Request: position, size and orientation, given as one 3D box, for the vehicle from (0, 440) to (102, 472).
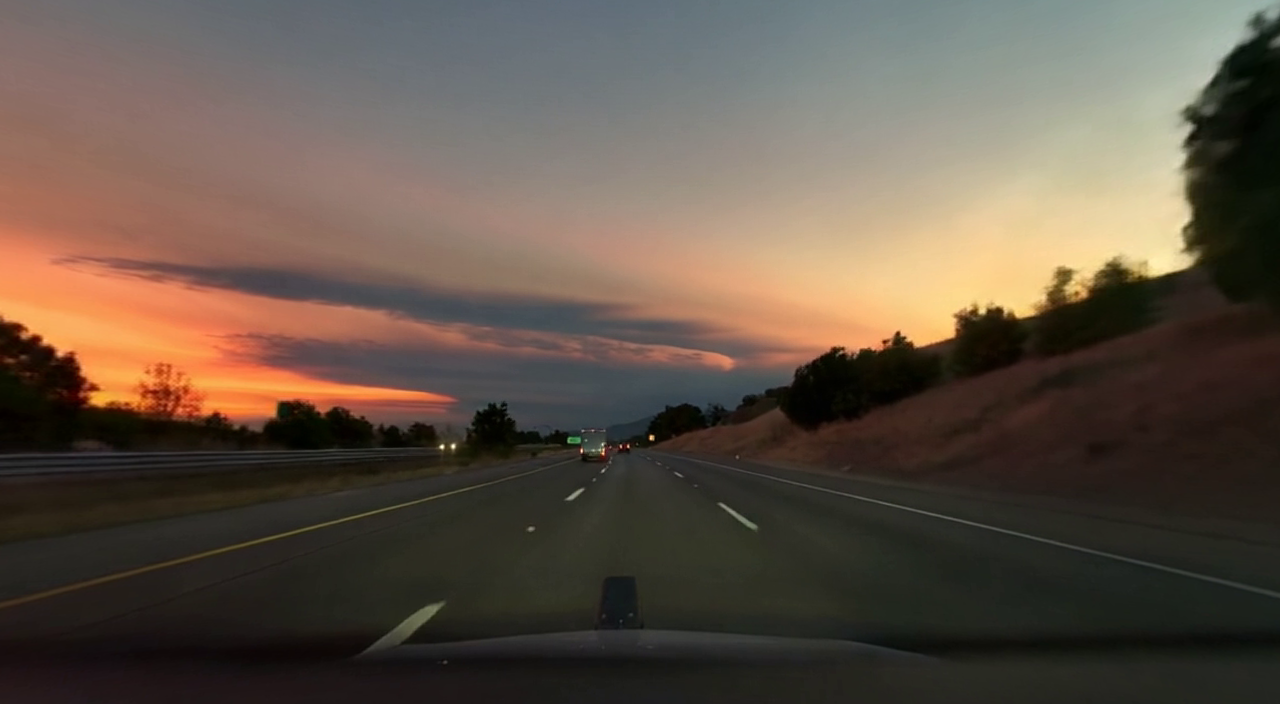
[{"bbox_3d":[-32.082,5.525,33.711,1.978,1.540,5.108,0,-9,0],"label":"vehicle"}]
